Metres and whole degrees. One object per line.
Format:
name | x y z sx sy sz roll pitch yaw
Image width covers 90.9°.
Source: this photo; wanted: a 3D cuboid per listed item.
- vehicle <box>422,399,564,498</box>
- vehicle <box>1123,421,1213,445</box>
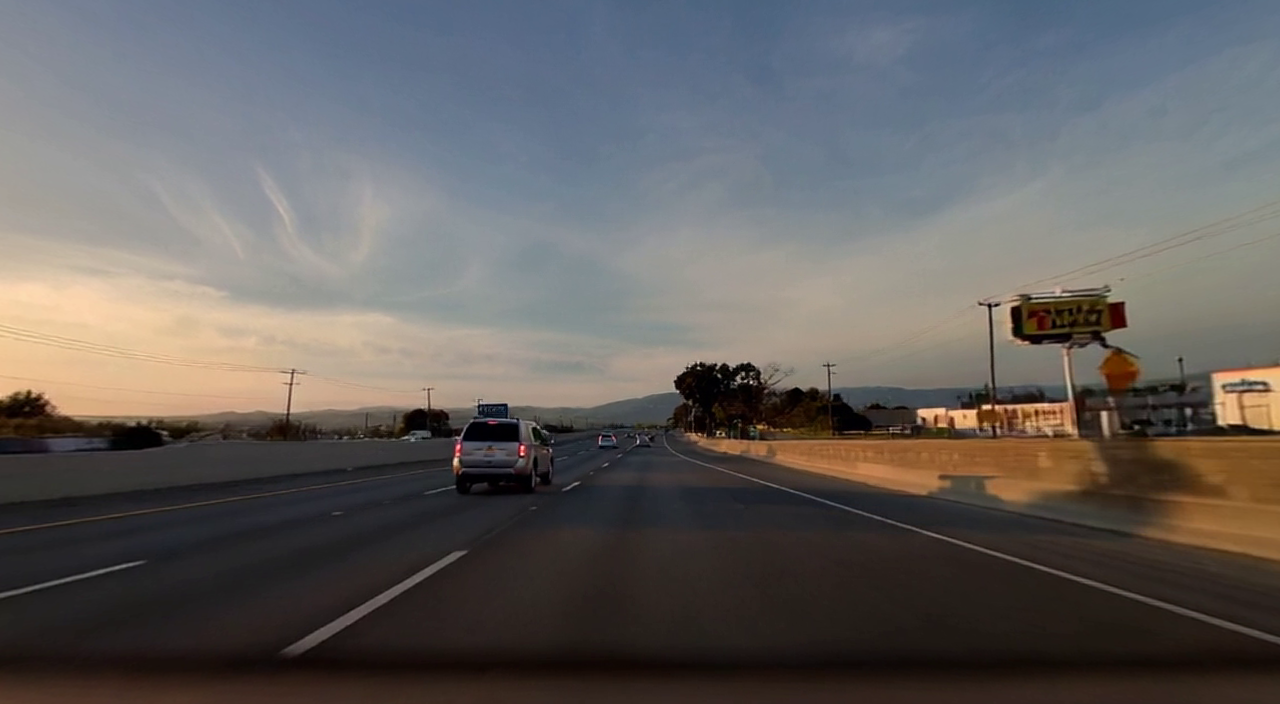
vehicle | -3.640 2.575 17.046 2.352 2.209 5.802 0 -8 1
vehicle | 33.797 5.205 40.445 4.157 1.498 1.870 1 -8 -4
